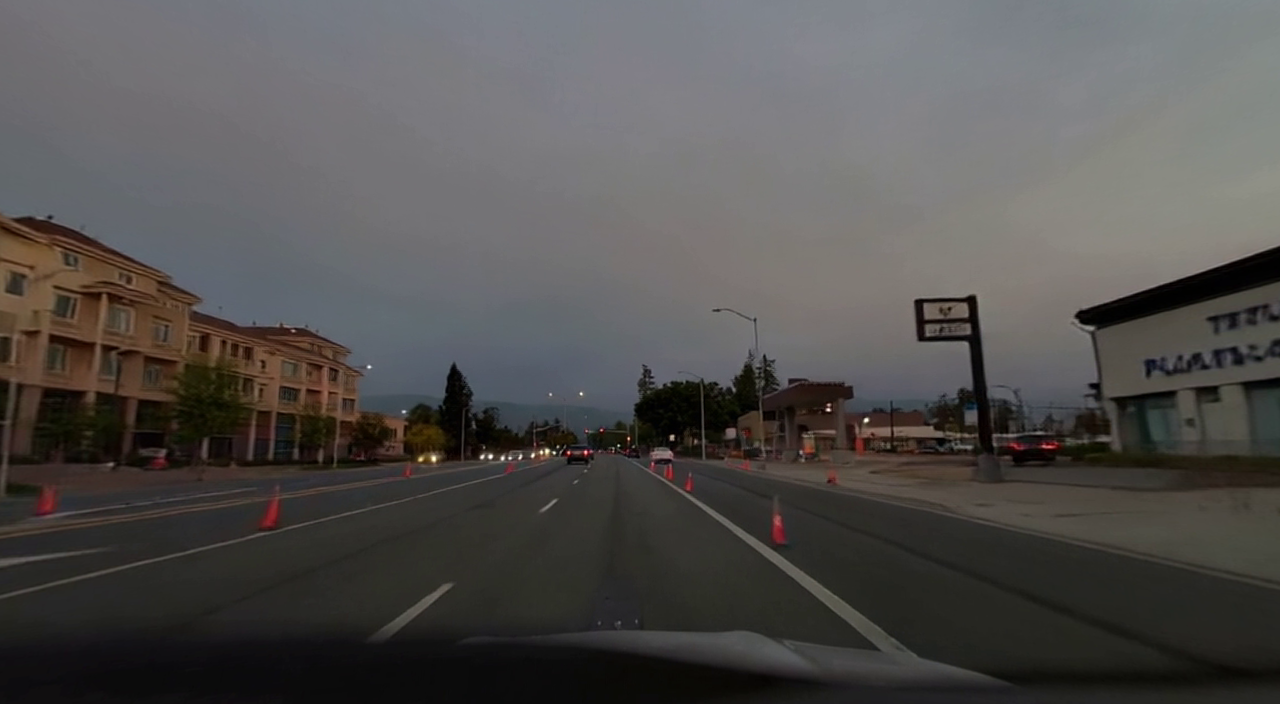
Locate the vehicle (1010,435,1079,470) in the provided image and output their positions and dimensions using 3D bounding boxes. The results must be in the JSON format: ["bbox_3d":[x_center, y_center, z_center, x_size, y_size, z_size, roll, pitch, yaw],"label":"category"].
[{"bbox_3d":[21.021,5.187,32.713,2.160,1.639,5.163,-8,-11,40],"label":"vehicle"}]
